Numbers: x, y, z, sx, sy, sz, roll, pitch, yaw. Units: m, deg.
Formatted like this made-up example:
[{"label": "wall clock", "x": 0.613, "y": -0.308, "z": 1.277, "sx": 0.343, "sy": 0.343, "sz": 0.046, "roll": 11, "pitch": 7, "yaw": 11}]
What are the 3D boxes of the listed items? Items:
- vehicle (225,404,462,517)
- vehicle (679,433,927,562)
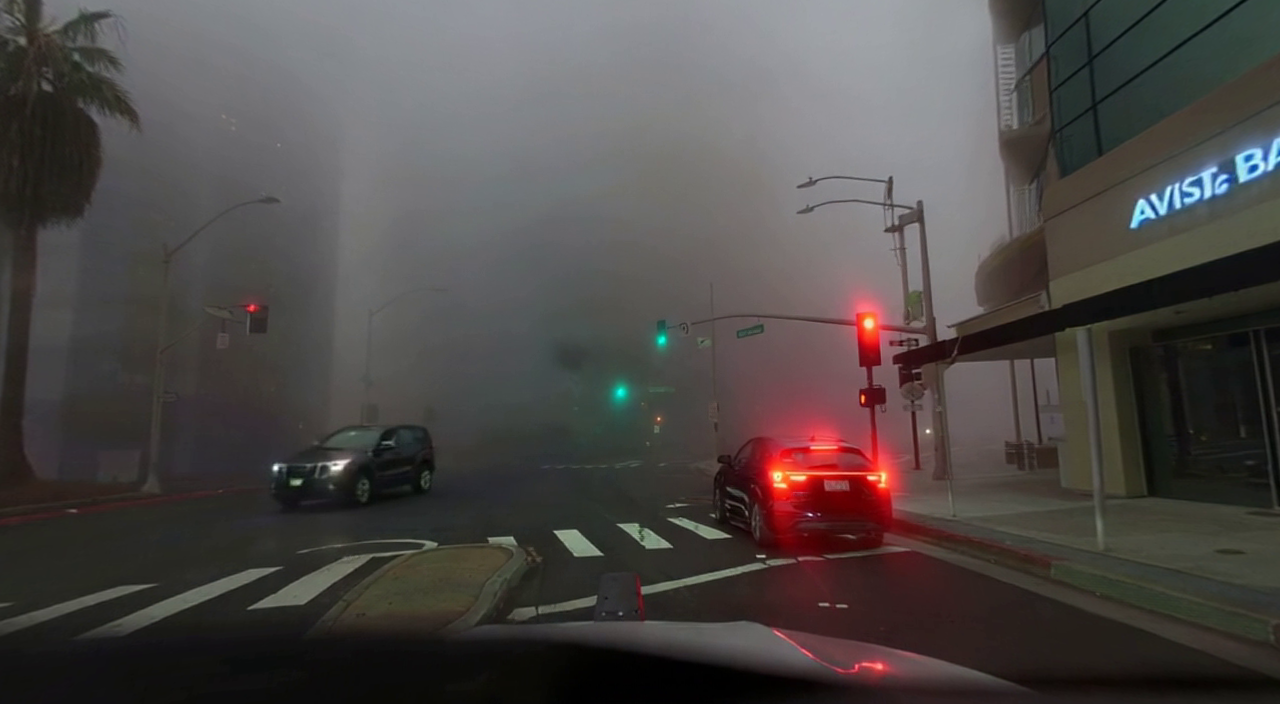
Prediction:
[{"label": "vehicle", "x": -6.065, "y": 2.329, "z": 14.050, "sx": 2.190, "sy": 1.964, "sz": 5.614, "roll": -1, "pitch": -8, "yaw": 5}, {"label": "vehicle", "x": 2.069, "y": 2.031, "z": 9.746, "sx": 2.090, "sy": 1.466, "sz": 4.676, "roll": 1, "pitch": -8, "yaw": -7}]
